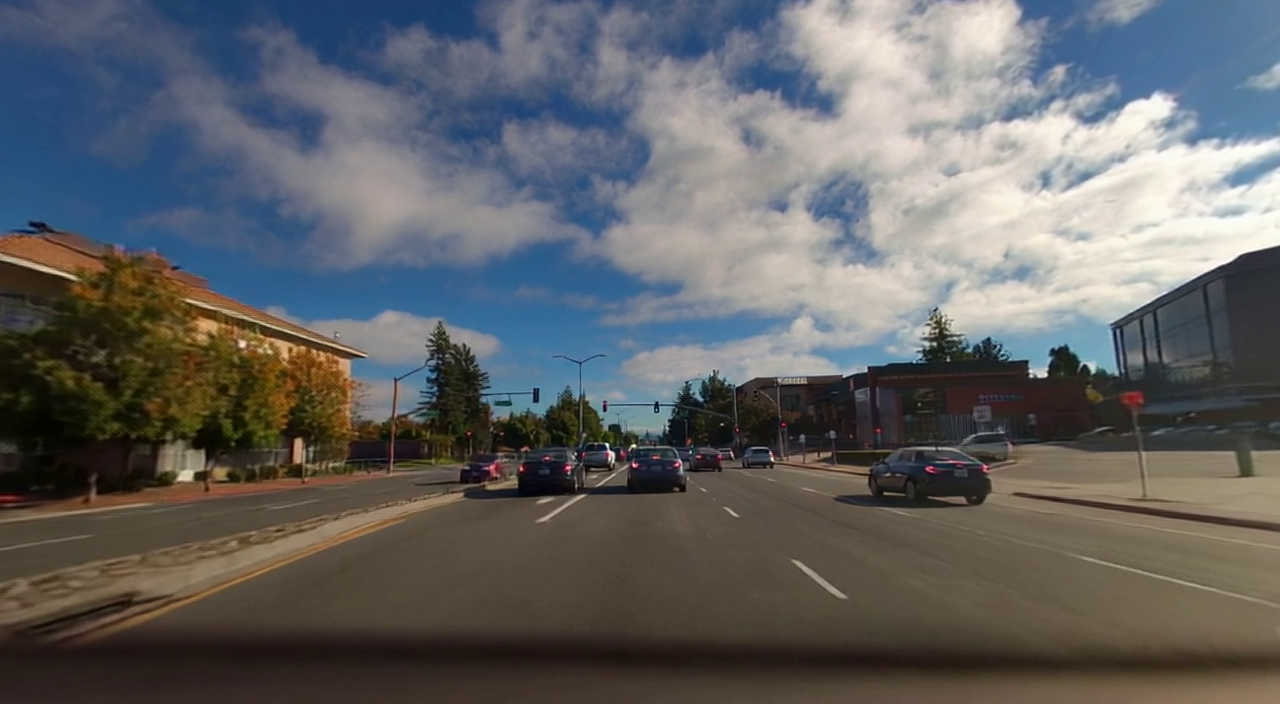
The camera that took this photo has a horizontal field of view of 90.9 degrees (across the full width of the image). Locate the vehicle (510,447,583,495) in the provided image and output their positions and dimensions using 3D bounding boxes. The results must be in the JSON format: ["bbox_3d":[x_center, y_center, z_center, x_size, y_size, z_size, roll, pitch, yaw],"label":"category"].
[{"bbox_3d":[-3.149,4.065,22.055,1.938,1.472,4.399,0,-8,-1],"label":"vehicle"}]

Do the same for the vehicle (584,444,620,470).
[{"bbox_3d":[-2.624,7.358,44.500,2.219,1.699,4.090,-1,-8,2],"label":"vehicle"}]

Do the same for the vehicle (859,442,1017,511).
[{"bbox_3d":[7.424,3.106,16.295,1.892,1.515,4.400,0,-8,-1],"label":"vehicle"}]

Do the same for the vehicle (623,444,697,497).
[{"bbox_3d":[0.581,3.645,19.796,2.096,1.473,3.893,0,-8,0],"label":"vehicle"}]

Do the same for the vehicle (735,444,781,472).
[{"bbox_3d":[7.603,6.848,41.064,2.044,1.701,4.397,0,-8,-1],"label":"vehicle"}]

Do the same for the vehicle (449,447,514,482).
[{"bbox_3d":[-8.254,5.883,33.280,2.212,1.652,4.376,-1,-8,1],"label":"vehicle"}]

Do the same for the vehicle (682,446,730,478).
[{"bbox_3d":[3.341,5.661,32.821,1.988,1.528,4.144,0,-8,-1],"label":"vehicle"}]
